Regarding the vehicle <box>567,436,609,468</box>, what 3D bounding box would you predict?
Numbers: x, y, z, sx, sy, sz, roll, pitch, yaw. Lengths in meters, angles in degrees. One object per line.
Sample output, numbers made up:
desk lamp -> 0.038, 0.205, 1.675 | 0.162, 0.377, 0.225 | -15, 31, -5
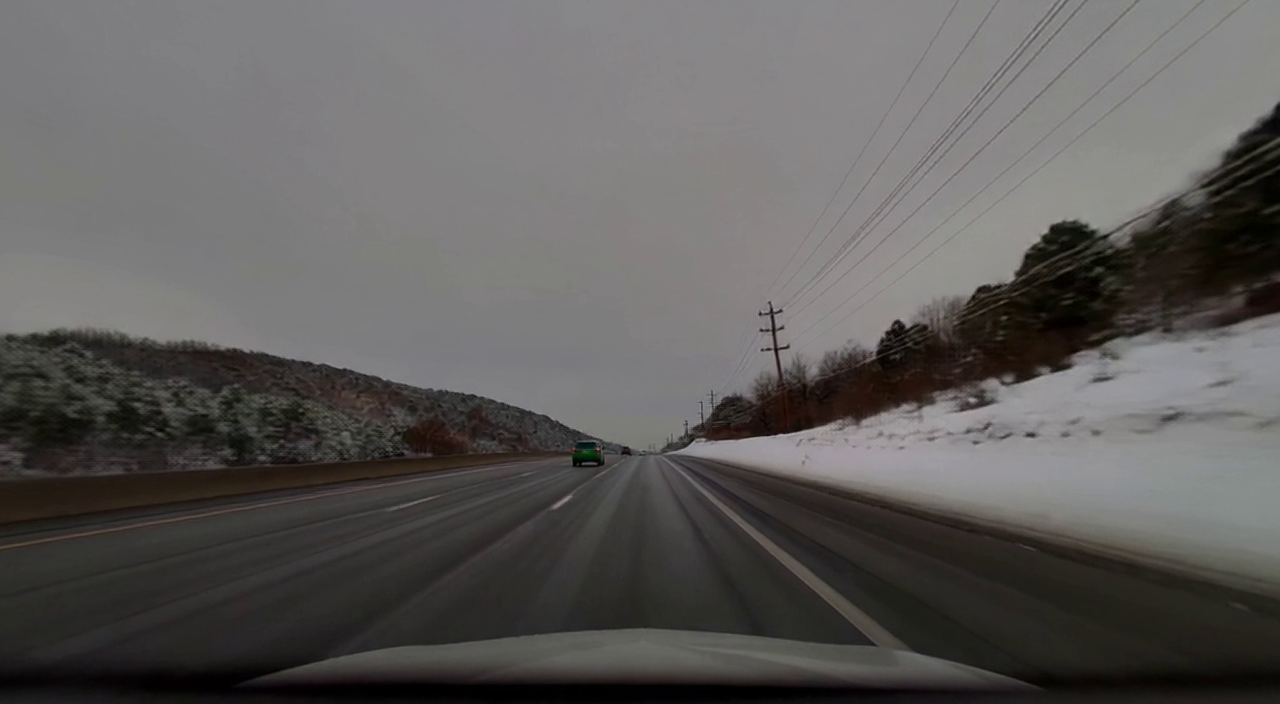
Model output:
vehicle -> -3.136, 6.174, 39.007 | 2.136, 1.845, 4.515 | 0, -8, 1
